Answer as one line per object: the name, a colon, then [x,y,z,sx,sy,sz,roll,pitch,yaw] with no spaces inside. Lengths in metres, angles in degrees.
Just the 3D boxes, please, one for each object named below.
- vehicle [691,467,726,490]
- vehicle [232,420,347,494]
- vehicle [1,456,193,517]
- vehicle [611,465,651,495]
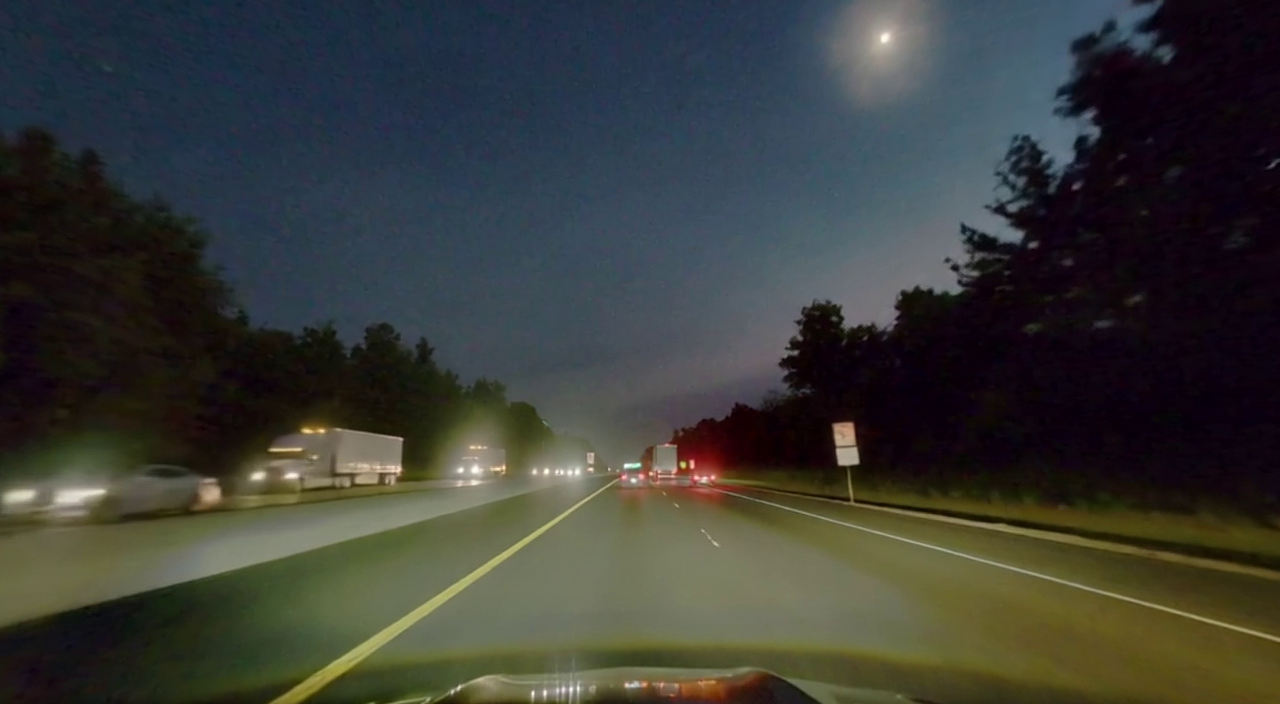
vehicle: [4.909,9.159,45.763,1.897,1.476,4.334,1,-10,-2]
vehicle: [-20.279,6.200,36.985,2.958,3.951,6.109,0,-10,0]
vehicle: [-15.921,3.961,18.855,1.841,1.543,4.286,1,-10,0]
vehicle: [-0.472,6.713,33.340,2.010,1.436,3.973,1,-10,-1]
